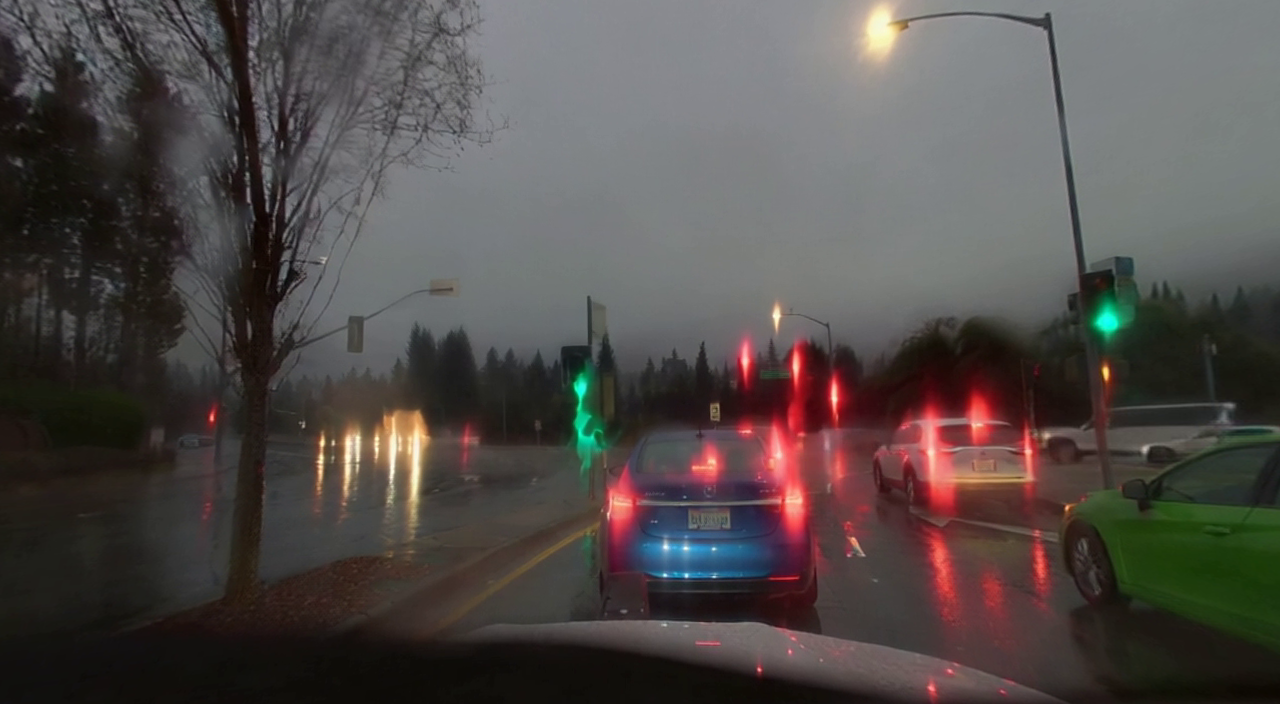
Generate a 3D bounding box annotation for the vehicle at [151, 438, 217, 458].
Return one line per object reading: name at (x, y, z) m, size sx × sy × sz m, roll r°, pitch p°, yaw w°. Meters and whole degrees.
vehicle at (-35.337, 7.442, 48.660) m, size 1.652 × 1.433 × 3.733 m, roll -7°, pitch -11°, yaw 40°

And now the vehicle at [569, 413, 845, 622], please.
vehicle at (0.859, 1.497, 6.690) m, size 2.052 × 1.483 × 3.928 m, roll -2°, pitch -8°, yaw 12°

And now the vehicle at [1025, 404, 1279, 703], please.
vehicle at (4.256, 1.055, 3.363) m, size 1.954 × 1.508 × 4.441 m, roll -1°, pitch -8°, yaw 6°

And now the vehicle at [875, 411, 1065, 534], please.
vehicle at (5.553, 2.044, 11.281) m, size 2.102 × 1.717 × 4.373 m, roll -2°, pitch -9°, yaw 16°

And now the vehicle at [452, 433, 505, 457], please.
vehicle at (-12.436, 7.117, 48.202) m, size 1.972 × 1.705 × 4.457 m, roll 8°, pitch -11°, yaw -43°

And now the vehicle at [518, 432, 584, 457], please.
vehicle at (-5.943, 6.109, 41.553) m, size 1.932 × 1.573 × 4.509 m, roll 8°, pitch -12°, yaw -44°
